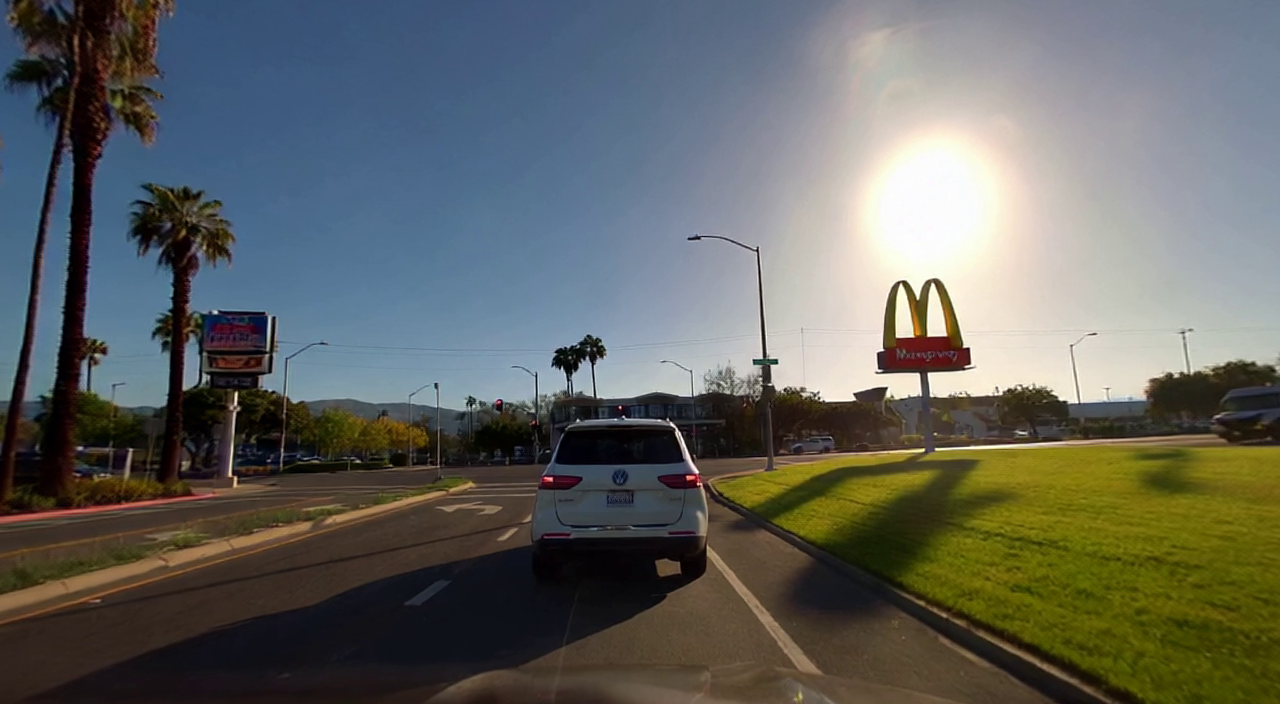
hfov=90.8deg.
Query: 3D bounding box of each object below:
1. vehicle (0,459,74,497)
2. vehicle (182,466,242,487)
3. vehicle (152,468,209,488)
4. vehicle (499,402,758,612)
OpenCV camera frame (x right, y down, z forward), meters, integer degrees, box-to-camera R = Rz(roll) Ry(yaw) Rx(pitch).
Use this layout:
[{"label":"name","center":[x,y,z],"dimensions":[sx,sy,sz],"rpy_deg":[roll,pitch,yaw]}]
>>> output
[{"label":"vehicle","center":[-28.001,5.504,27.657],"dimensions":[4.341,1.528,1.979],"rpy_deg":[5,-10,-29]},{"label":"vehicle","center":[-33.253,9.676,49.193],"dimensions":[1.792,1.439,3.952],"rpy_deg":[-1,-9,3]},{"label":"vehicle","center":[-35.582,9.746,49.055],"dimensions":[1.641,1.375,3.640],"rpy_deg":[0,-9,0]},{"label":"vehicle","center":[-0.139,1.578,7.281],"dimensions":[2.137,1.728,3.926],"rpy_deg":[0,-9,-1]}]
